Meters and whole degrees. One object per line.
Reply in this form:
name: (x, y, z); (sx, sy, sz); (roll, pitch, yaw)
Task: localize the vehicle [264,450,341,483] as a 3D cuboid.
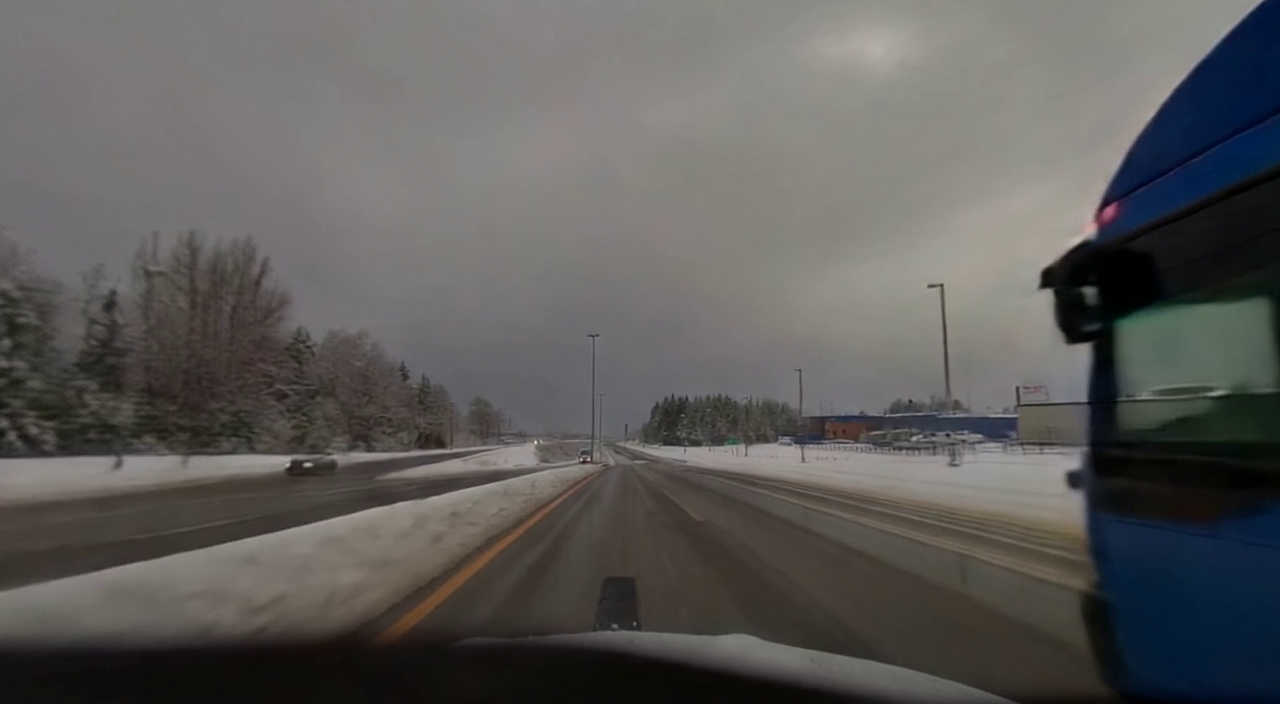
vehicle: (-16.149, 5.473, 30.218); (1.817, 1.474, 3.810); (0, -9, -5)
